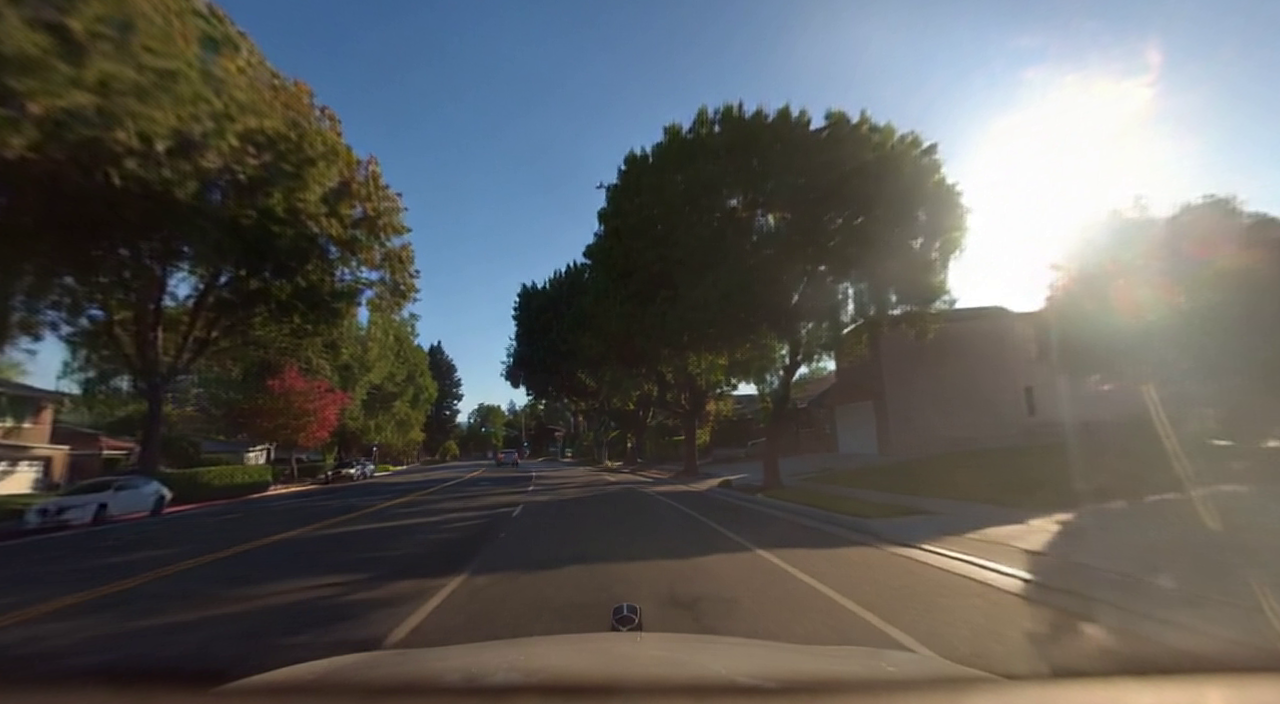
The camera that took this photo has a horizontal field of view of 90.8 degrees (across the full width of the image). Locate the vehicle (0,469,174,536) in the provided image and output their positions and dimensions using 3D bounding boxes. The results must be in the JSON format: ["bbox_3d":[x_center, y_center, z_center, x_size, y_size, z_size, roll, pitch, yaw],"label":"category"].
[{"bbox_3d":[-15.729,4.151,17.933,1.911,1.436,4.554,1,-8,-7],"label":"vehicle"}]

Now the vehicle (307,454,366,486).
[{"bbox_3d":[-19.391,7.555,40.602,2.029,1.726,5.366,-3,-9,-11],"label":"vehicle"}]
